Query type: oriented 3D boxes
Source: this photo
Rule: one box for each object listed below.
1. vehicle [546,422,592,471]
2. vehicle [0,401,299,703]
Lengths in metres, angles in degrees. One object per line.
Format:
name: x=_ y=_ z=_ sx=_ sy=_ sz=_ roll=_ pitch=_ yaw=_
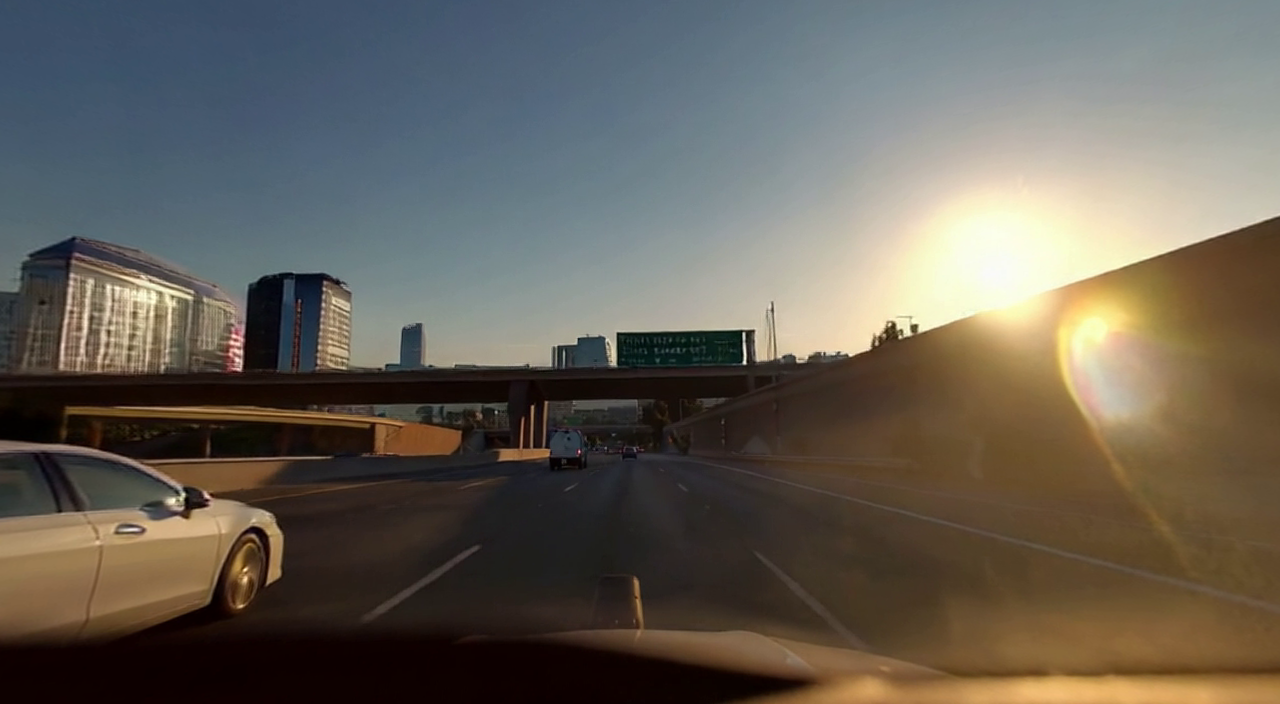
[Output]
vehicle: x=-4.516 y=6.183 z=41.351 sx=2.364 sy=2.953 sz=6.732 roll=0 pitch=-9 yaw=-1
vehicle: x=-3.990 y=1.045 z=3.129 sx=2.025 sy=1.556 sz=4.594 roll=0 pitch=-9 yaw=0
